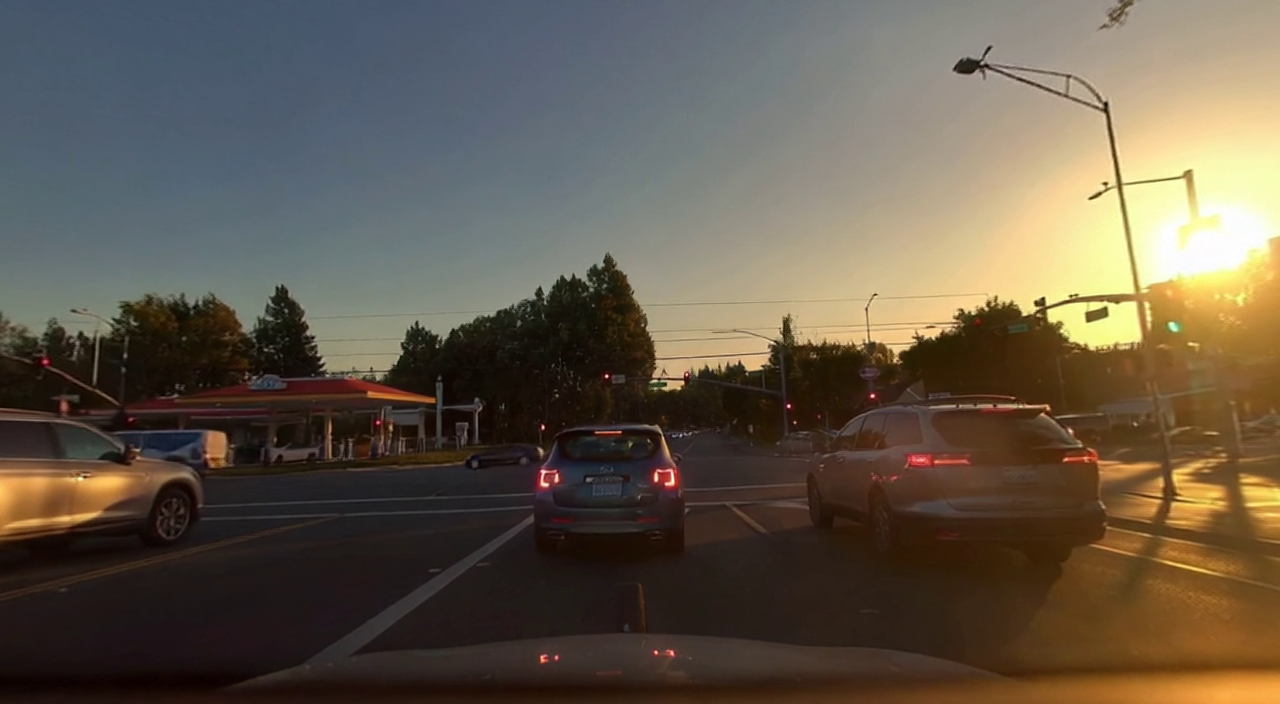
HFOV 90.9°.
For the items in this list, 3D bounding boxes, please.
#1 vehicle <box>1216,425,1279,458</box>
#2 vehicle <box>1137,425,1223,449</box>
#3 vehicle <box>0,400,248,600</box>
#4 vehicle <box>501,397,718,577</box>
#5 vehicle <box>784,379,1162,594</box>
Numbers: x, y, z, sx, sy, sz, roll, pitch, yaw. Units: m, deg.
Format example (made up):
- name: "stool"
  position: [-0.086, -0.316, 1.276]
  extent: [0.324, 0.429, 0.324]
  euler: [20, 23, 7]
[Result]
- name: "vehicle"
  position: [28.996, 4.062, 28.716]
  extent: [4.007, 1.420, 1.719]
  euler: [1, -8, -7]
- name: "vehicle"
  position: [36.459, 5.746, 42.577]
  extent: [4.276, 1.579, 1.762]
  euler: [1, -8, -4]
- name: "vehicle"
  position: [-6.714, 1.457, 6.538]
  extent: [2.011, 1.774, 4.866]
  euler: [0, -8, 2]
- name: "vehicle"
  position: [-0.238, 1.587, 8.092]
  extent: [2.067, 1.702, 3.987]
  euler: [0, -8, 1]
- name: "vehicle"
  position: [3.275, 1.438, 7.486]
  extent: [2.083, 1.779, 4.347]
  euler: [0, -8, 0]
